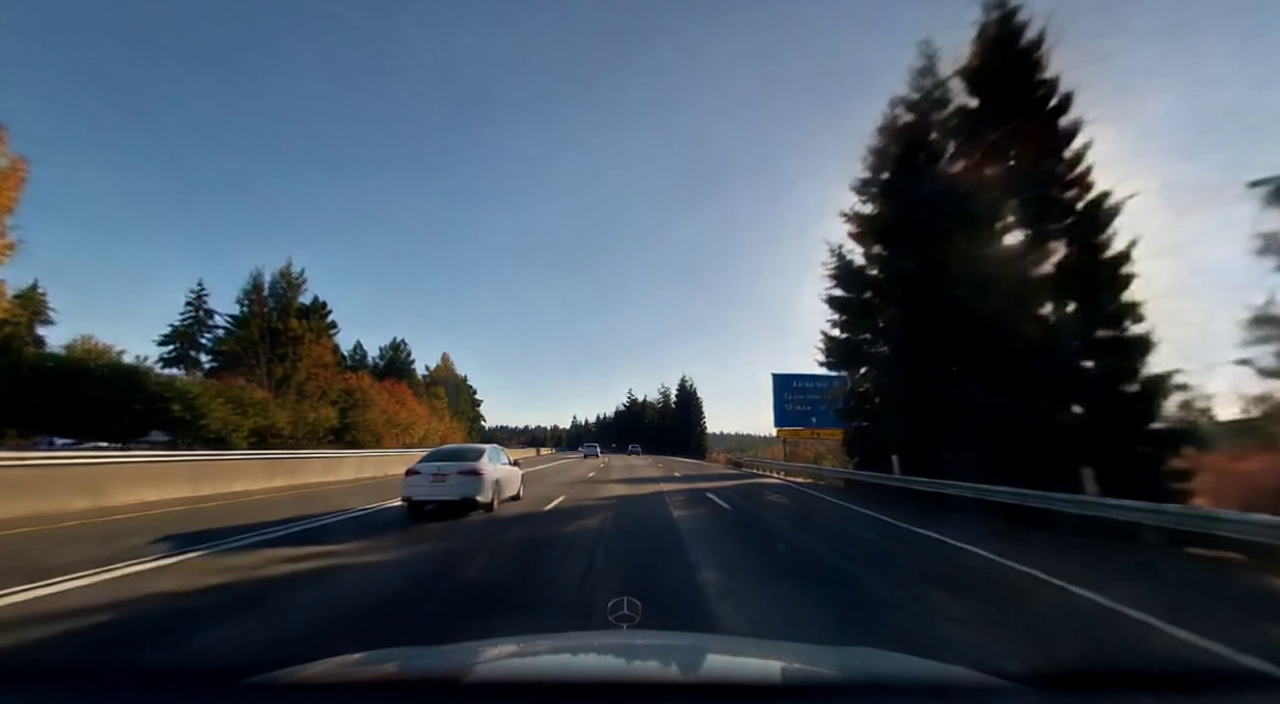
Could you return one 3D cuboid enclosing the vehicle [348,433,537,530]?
[{"bbox_3d":[-3.652,2.514,12.892,2.184,1.574,5.004,0,-9,1],"label":"vehicle"}]
